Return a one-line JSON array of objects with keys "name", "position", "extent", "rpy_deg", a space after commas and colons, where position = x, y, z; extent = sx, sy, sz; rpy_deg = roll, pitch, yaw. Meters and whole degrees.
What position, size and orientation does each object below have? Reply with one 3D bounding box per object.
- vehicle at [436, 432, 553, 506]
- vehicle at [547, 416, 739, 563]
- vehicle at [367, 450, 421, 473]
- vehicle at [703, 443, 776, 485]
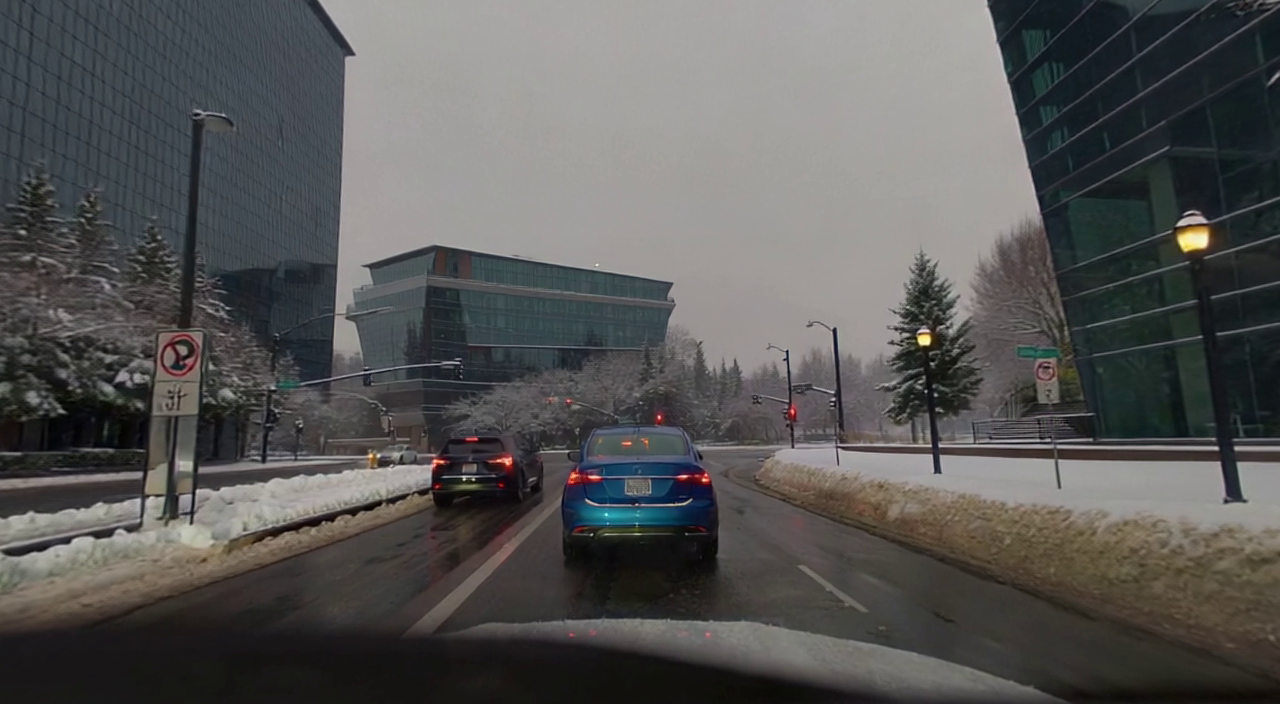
[{"name": "vehicle", "position": [-3.614, 2.977, 16.553], "extent": [2.068, 1.678, 4.199], "rpy_deg": [0, -8, 0]}, {"name": "vehicle", "position": [0.018, 1.887, 9.404], "extent": [2.207, 1.659, 4.155], "rpy_deg": [0, -8, 0]}, {"name": "vehicle", "position": [-16.630, 7.383, 42.965], "extent": [1.826, 1.422, 4.490], "rpy_deg": [0, -8, 0]}, {"name": "vehicle", "position": [3.725, 4.259, 24.457], "extent": [2.082, 1.445, 4.426], "rpy_deg": [0, -8, 0]}]
